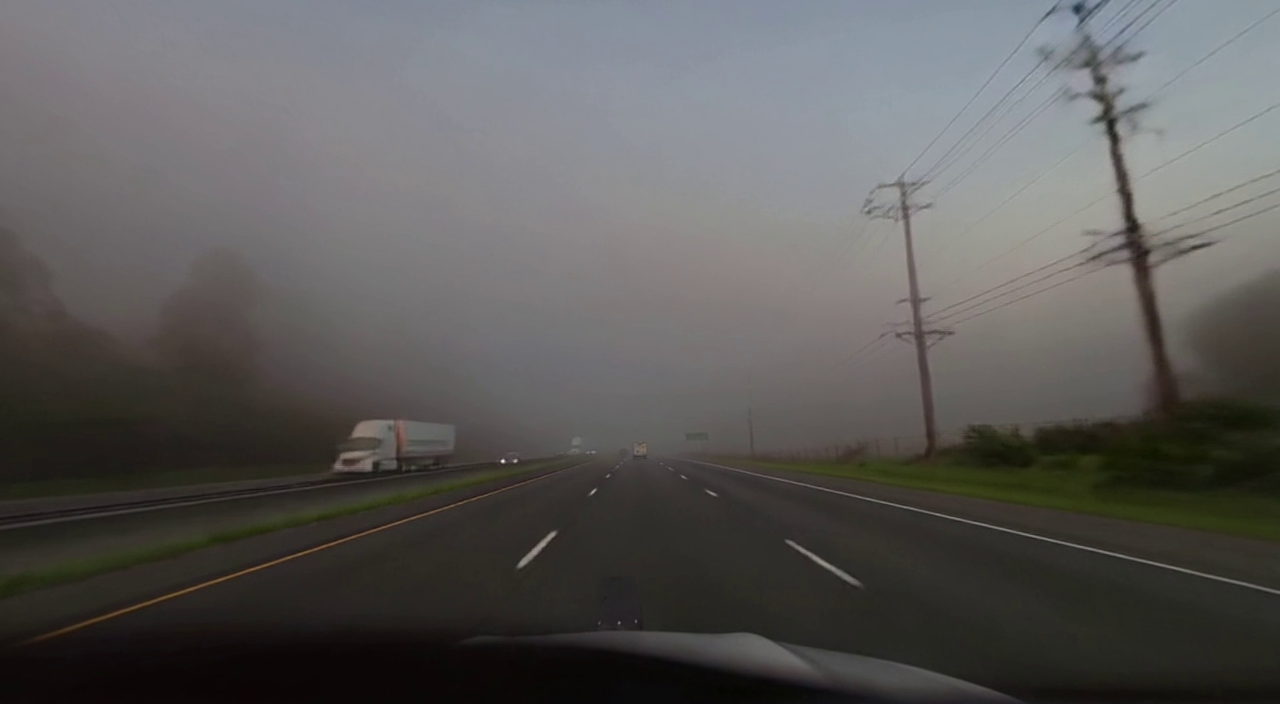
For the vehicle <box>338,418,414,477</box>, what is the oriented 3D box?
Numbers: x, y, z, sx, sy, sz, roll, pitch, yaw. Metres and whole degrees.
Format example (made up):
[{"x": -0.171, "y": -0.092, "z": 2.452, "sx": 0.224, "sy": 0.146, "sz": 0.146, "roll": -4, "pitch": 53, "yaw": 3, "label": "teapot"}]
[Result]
[{"x": -19.661, "y": 7.190, "z": 47.200, "sx": 2.916, "sy": 4.053, "sz": 6.083, "roll": 0, "pitch": -9, "yaw": 1, "label": "vehicle"}]
